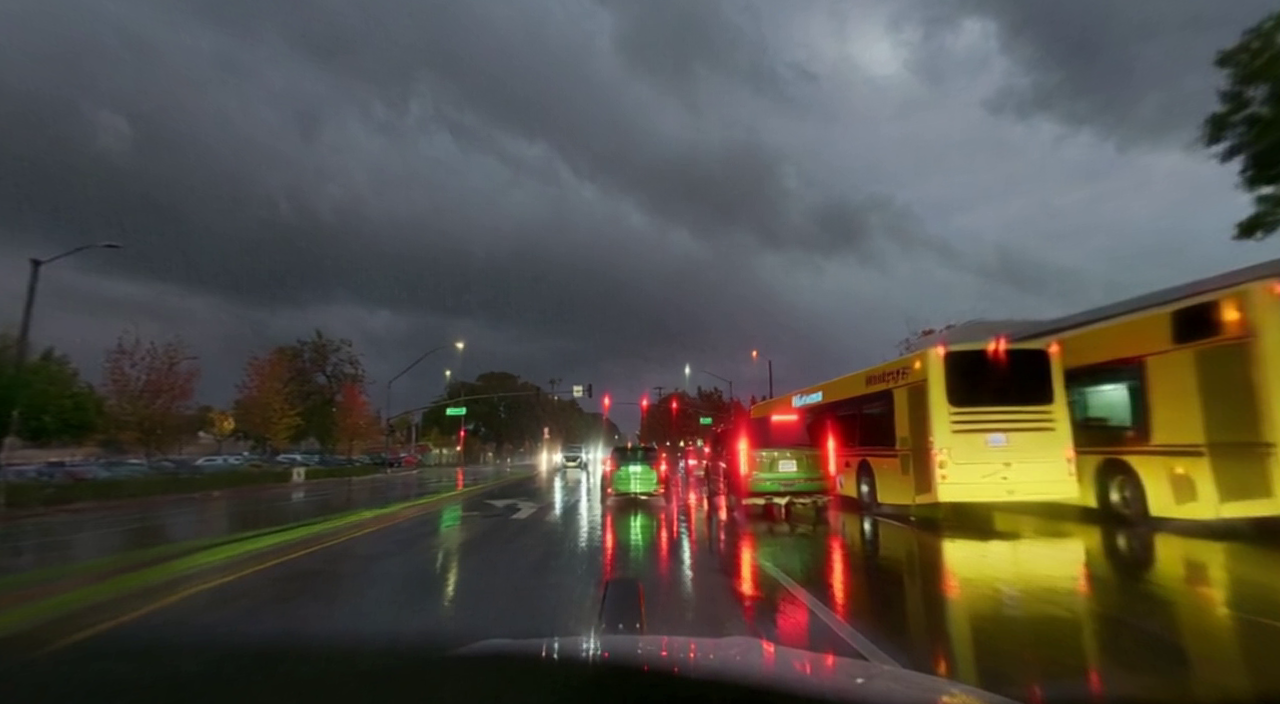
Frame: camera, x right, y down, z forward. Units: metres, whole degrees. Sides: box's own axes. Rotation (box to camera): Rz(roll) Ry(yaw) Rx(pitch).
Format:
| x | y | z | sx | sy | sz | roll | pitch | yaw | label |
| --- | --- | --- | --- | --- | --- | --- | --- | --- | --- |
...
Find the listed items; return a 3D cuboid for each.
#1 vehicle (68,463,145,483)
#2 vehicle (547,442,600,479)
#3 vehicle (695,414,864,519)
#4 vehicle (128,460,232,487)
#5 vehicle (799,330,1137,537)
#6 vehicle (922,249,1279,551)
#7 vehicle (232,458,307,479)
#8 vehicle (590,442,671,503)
| x | y | z | sx | sy | sz | roll | pitch | yaw | label |
| --- | --- | --- | --- | --- | --- | --- | --- | --- | --- |
| -41.307 | 9.383 | 48.948 | 4.357 | 1.470 | 1.808 | -1 | -9 | 4 | vehicle |
| -3.253 | 5.410 | 31.684 | 2.180 | 1.708 | 4.397 | 0 | -9 | 0 | vehicle |
| 2.891 | 2.623 | 14.910 | 2.490 | 1.951 | 5.931 | 0 | -9 | -1 | vehicle |
| -28.445 | 7.517 | 39.276 | 4.881 | 1.458 | 1.914 | 4 | -10 | -27 | vehicle |
| 6.347 | 1.944 | 14.611 | 2.879 | 3.318 | 8.881 | 0 | -9 | -1 | vehicle |
| 10.190 | 1.403 | 13.649 | 3.181 | 4.110 | 10.468 | 0 | -9 | -1 | vehicle |
| -28.083 | 8.788 | 47.945 | 4.800 | 1.461 | 1.831 | 5 | -10 | -32 | vehicle |
| -0.291 | 3.376 | 18.090 | 2.071 | 1.525 | 3.723 | 0 | -9 | -1 | vehicle |
